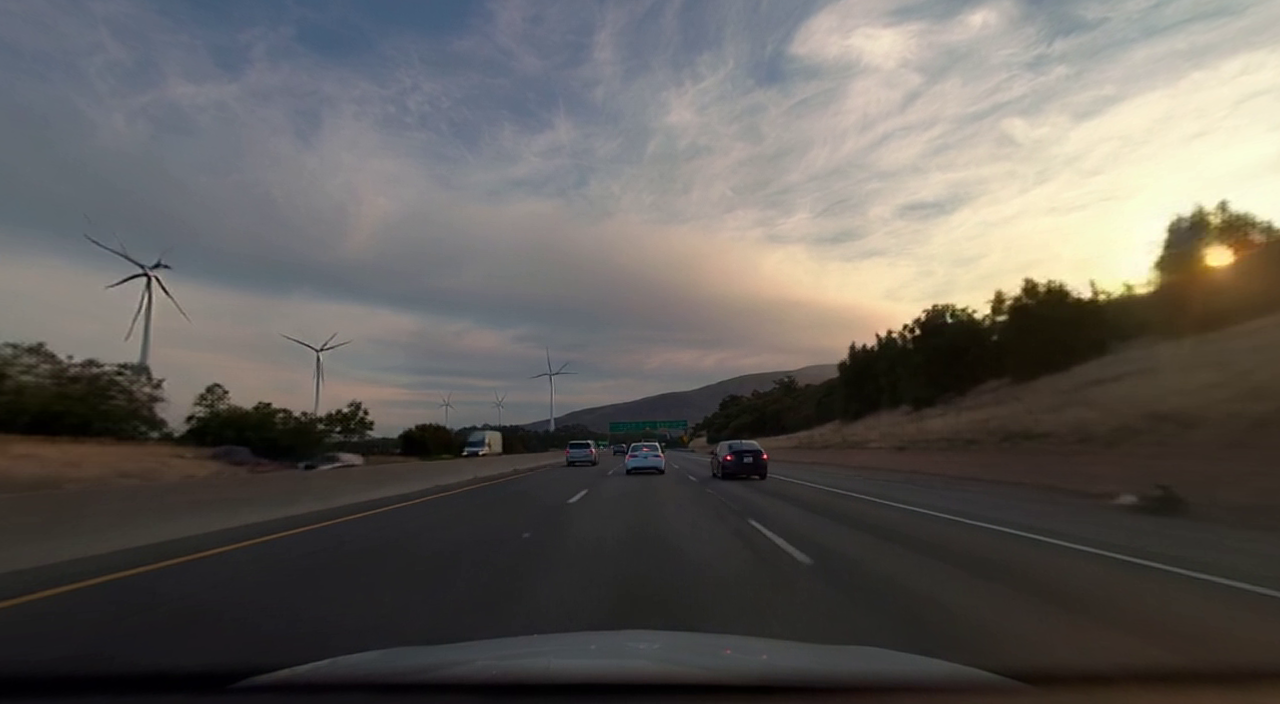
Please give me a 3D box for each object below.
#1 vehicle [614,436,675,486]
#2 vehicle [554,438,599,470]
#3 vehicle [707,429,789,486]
[{"bbox_3d":[0.146,4.002,23.303,2.083,1.653,3.787,0,-9,0],"label":"vehicle"},{"bbox_3d":[-3.757,6.188,38.225,2.131,1.784,4.635,0,-9,1],"label":"vehicle"},{"bbox_3d":[3.824,3.863,23.309,2.104,1.861,4.956,0,-9,-1],"label":"vehicle"}]
